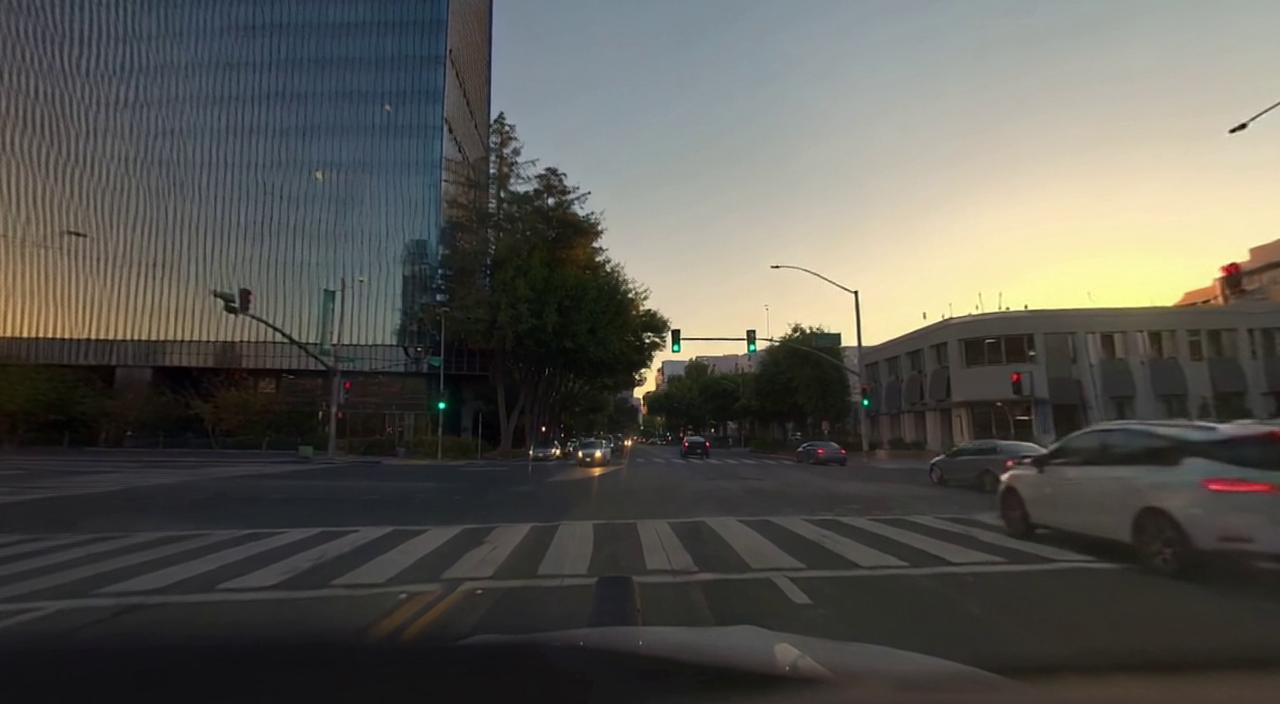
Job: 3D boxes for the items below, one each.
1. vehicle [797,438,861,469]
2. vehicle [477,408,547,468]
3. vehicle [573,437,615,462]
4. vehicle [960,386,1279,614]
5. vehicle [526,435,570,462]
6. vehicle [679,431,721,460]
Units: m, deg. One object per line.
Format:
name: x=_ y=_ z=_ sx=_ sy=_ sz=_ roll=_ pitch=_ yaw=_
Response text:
vehicle: x=9.562 y=5.148 z=32.115 sx=1.860 sy=1.460 sz=4.379 roll=0 pitch=-9 yaw=0
vehicle: x=-9.211 y=6.159 z=46.168 sx=3.191 sy=3.314 sz=7.914 roll=-6 pitch=-2 yaw=0
vehicle: x=-2.753 y=6.006 z=38.737 sx=2.147 sy=1.481 sz=4.331 roll=0 pitch=-9 yaw=2
vehicle: x=5.941 y=1.473 z=7.110 sx=2.098 sy=1.723 sz=4.881 roll=0 pitch=-9 yaw=1
vehicle: x=-6.052 y=6.422 z=41.953 sx=2.182 sy=1.677 sz=4.384 roll=0 pitch=-9 yaw=1
vehicle: x=3.828 y=6.081 z=40.837 sx=2.203 sy=1.801 sz=4.331 roll=0 pitch=-9 yaw=-1
